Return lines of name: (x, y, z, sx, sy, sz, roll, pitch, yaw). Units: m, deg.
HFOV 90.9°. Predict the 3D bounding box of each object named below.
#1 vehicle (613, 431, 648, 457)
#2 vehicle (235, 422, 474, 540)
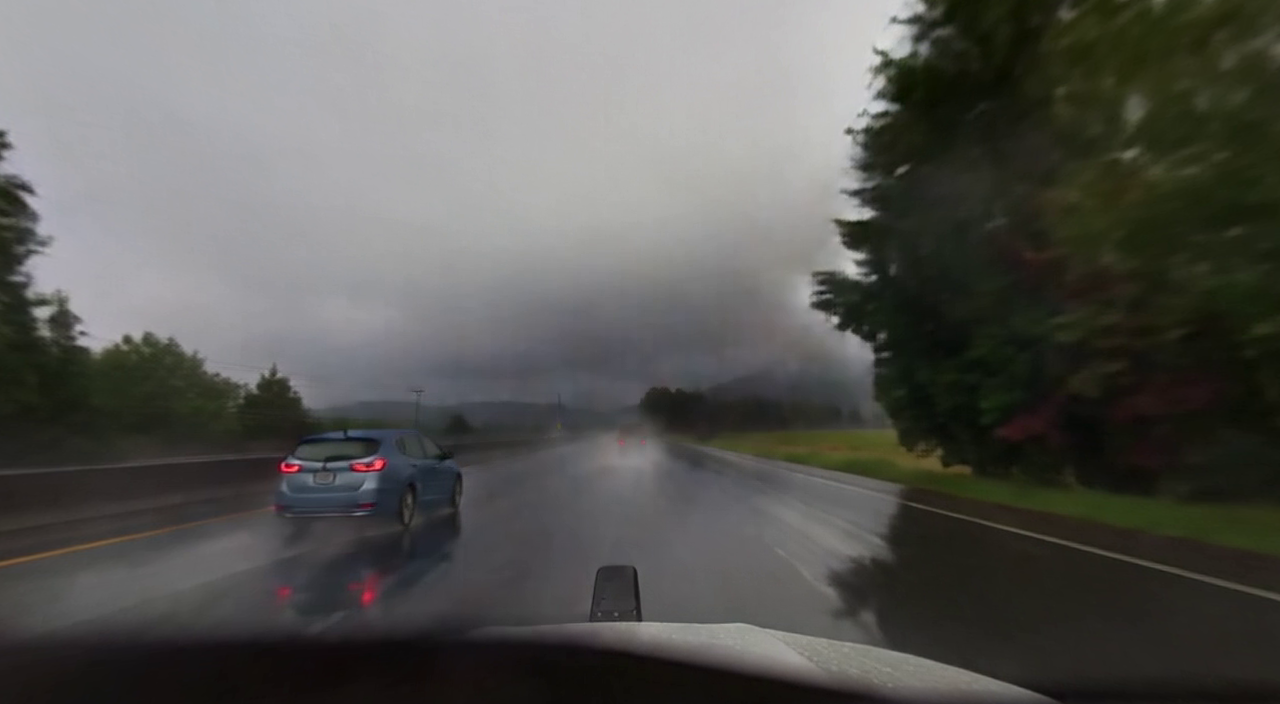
vehicle: (-0.599, 6.078, 41.621, 2.162, 1.616, 4.242, 0, -8, -1)
vehicle: (-4.186, 1.925, 10.120, 1.931, 1.483, 4.105, 0, -8, 0)
